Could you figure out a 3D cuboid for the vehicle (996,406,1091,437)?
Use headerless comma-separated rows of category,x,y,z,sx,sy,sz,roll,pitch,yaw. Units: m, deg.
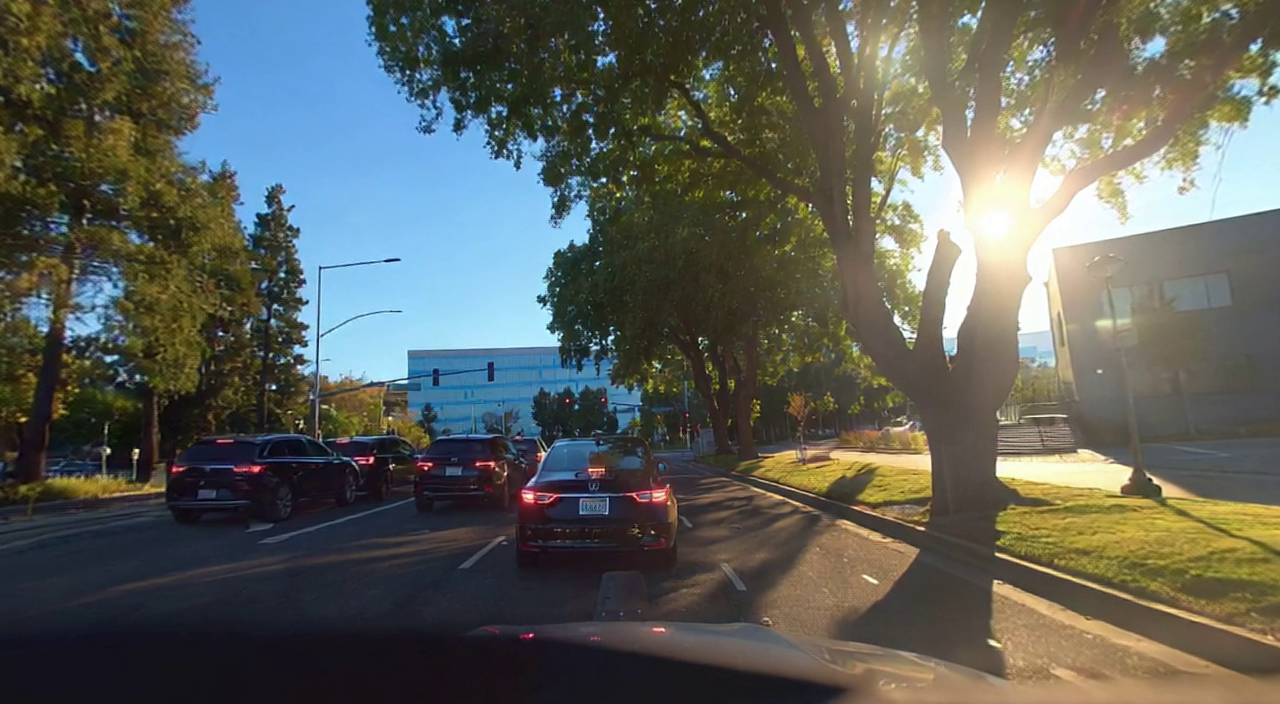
vehicle,28.506,4.950,44.891,5.333,1.880,2.130,-7,-9,26

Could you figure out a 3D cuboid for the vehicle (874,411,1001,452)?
vehicle,13.932,3.774,29.831,4.975,1.809,1.956,0,-9,1

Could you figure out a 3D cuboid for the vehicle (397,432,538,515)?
vehicle,-3.631,2.637,14.148,1.969,1.570,4.019,0,-9,1

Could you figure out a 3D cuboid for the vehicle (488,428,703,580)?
vehicle,-0.423,1.797,8.234,2.104,1.472,3.946,0,-9,0

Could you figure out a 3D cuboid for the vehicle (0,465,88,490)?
vehicle,-36.618,7.634,38.536,4.093,1.440,1.804,0,-9,0

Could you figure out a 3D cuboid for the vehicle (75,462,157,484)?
vehicle,-36.354,8.368,43.886,3.918,1.423,1.861,0,-9,-1

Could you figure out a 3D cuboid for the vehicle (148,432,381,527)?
vehicle,-7.284,2.505,12.944,2.096,1.593,4.288,0,-9,1
